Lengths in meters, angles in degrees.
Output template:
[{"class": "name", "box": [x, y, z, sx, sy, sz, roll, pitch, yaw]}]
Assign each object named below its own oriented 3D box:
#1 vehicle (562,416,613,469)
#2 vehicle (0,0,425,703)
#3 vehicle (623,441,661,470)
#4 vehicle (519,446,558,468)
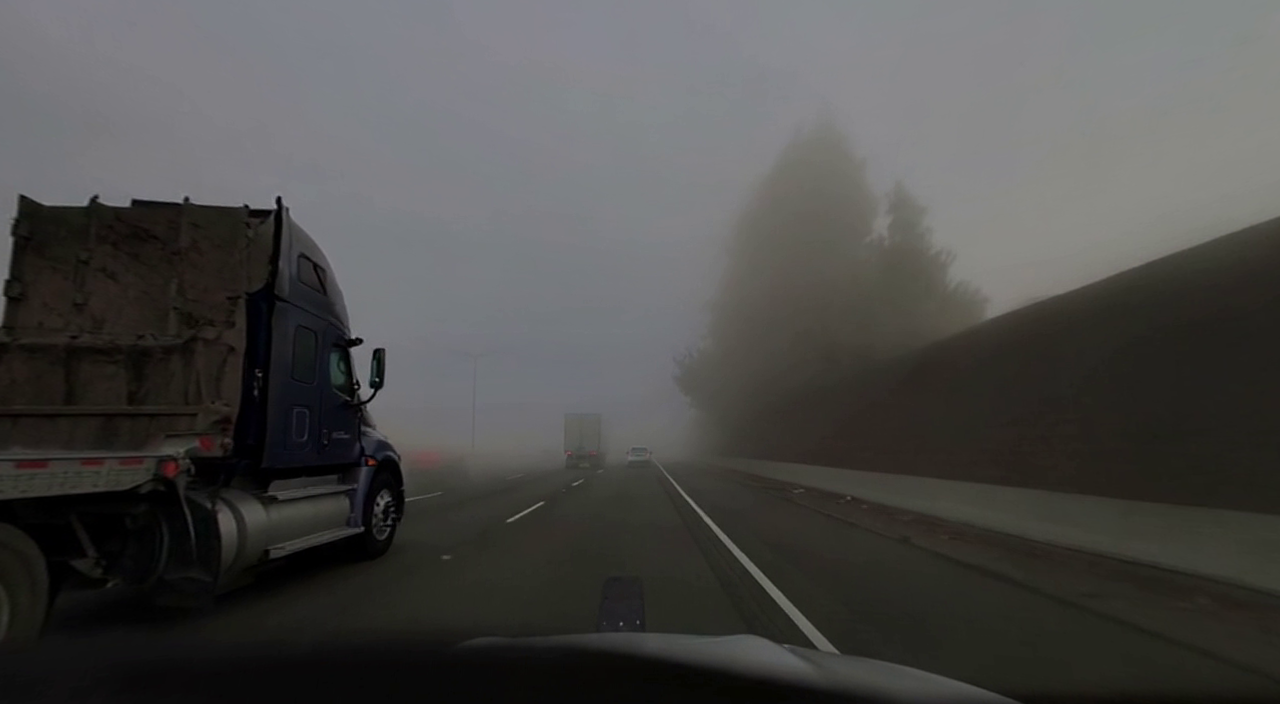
[{"class": "vehicle", "box": [-3.546, 6.488, 44.857, 2.956, 3.331, 9.575, 0, -9, -1]}, {"class": "vehicle", "box": [-3.669, 0.013, 1.307, 3.025, 3.266, 9.256, 0, -9, 1]}, {"class": "vehicle", "box": [0.136, 6.219, 37.919, 2.178, 1.640, 4.071, 0, -9, 1]}, {"class": "vehicle", "box": [-7.187, 7.455, 44.929, 1.962, 1.489, 4.002, 0, -9, 1]}]
